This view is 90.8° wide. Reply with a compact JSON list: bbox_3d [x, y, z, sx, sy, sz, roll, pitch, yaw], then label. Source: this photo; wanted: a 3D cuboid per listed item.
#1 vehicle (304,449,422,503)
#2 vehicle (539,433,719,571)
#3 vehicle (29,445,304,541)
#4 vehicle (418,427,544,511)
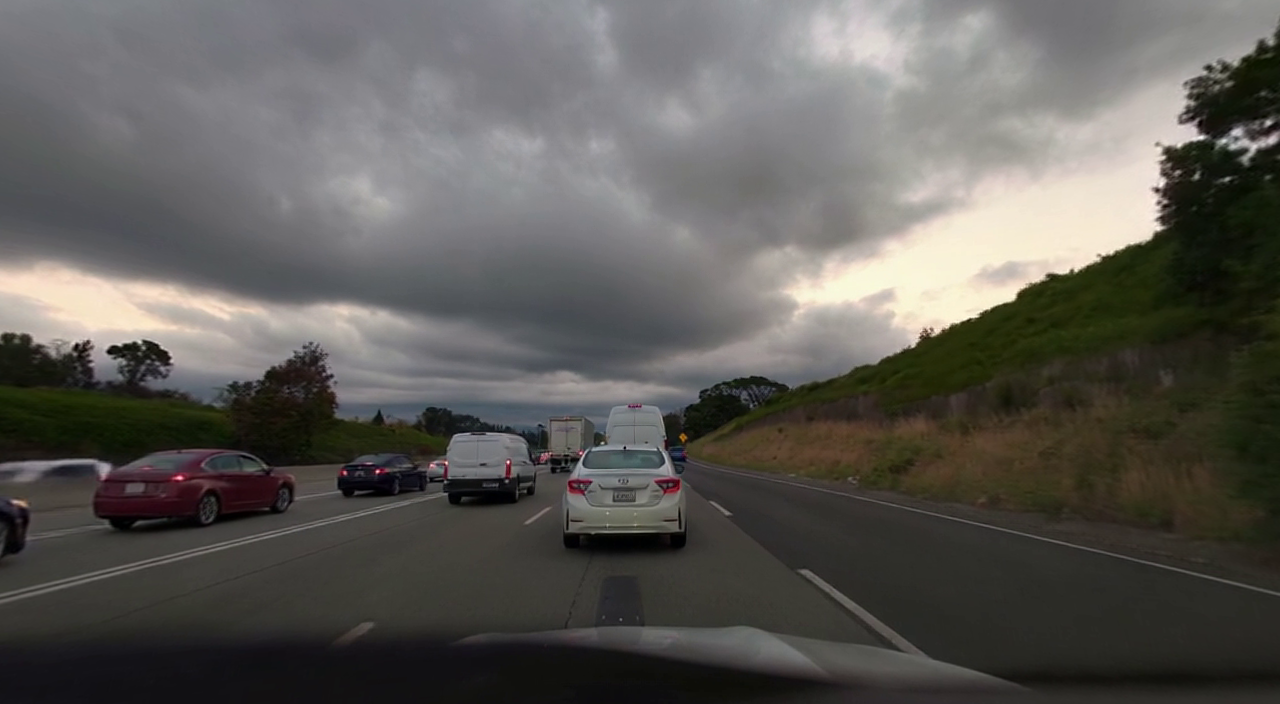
[{"bbox_3d":[-8.396,3.767,19.558,1.826,1.465,3.916,-1,-9,1],"label":"vehicle"},{"bbox_3d":[-0.146,1.939,8.786,1.995,1.495,3.380,0,-9,-1],"label":"vehicle"},{"bbox_3d":[-8.711,2.585,12.260,1.884,1.484,4.389,-1,-9,1],"label":"vehicle"},{"bbox_3d":[-4.071,3.095,17.088,2.055,1.913,4.584,-1,-9,2],"label":"vehicle"}]
